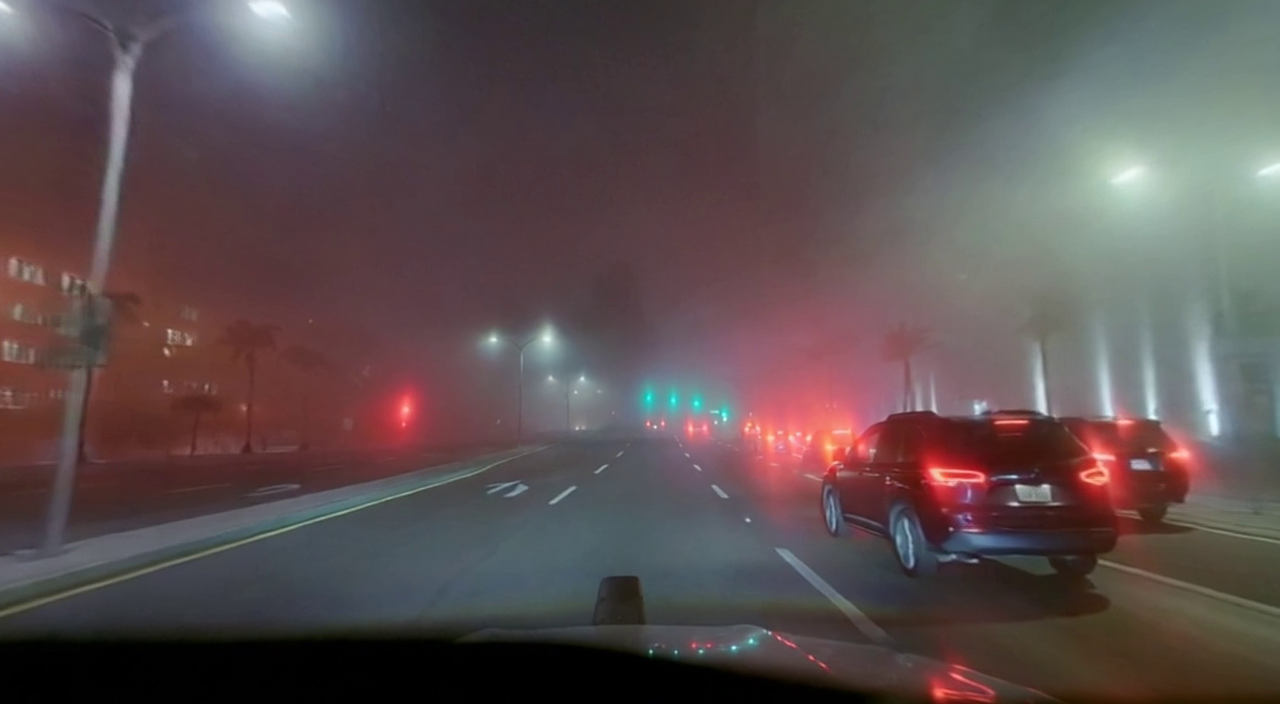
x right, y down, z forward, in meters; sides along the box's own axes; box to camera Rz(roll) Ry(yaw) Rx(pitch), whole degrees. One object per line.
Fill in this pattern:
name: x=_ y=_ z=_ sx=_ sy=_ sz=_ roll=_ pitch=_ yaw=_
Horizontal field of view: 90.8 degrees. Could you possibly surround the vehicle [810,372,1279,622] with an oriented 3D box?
vehicle: x=3.661 y=1.397 z=6.981 sx=2.219 sy=1.795 sz=4.718 roll=0 pitch=-9 yaw=0
